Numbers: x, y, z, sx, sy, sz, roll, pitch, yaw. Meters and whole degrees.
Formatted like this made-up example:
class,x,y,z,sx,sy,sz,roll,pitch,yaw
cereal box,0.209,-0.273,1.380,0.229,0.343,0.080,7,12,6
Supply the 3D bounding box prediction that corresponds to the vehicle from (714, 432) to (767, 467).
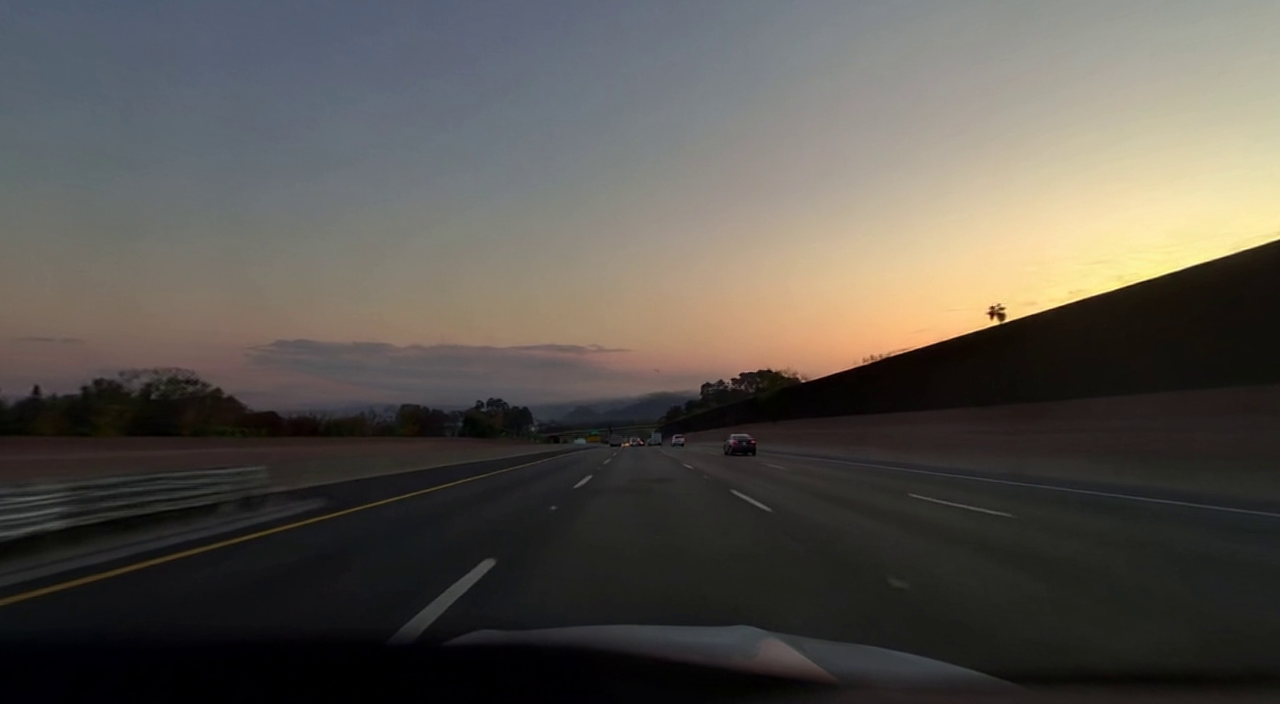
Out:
class,x,y,z,sx,sy,sz,roll,pitch,yaw
vehicle,4.605,4.494,29.248,1.802,1.492,3.804,0,-8,-1
